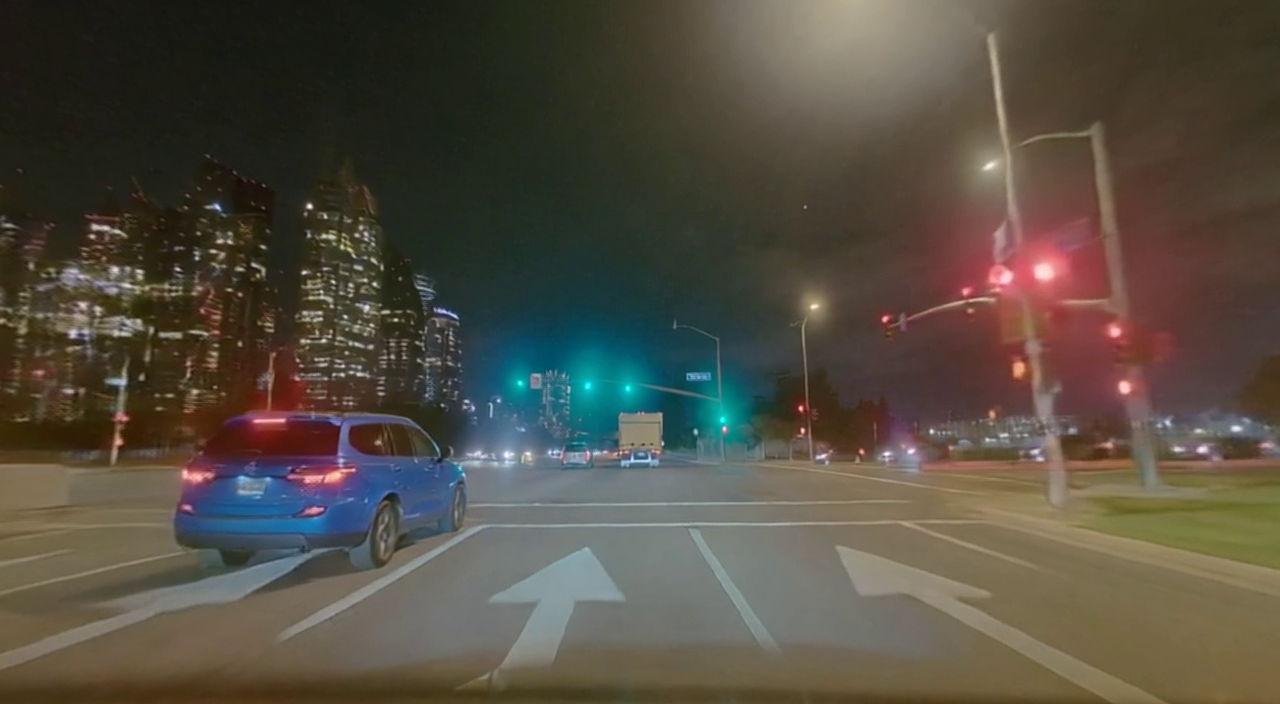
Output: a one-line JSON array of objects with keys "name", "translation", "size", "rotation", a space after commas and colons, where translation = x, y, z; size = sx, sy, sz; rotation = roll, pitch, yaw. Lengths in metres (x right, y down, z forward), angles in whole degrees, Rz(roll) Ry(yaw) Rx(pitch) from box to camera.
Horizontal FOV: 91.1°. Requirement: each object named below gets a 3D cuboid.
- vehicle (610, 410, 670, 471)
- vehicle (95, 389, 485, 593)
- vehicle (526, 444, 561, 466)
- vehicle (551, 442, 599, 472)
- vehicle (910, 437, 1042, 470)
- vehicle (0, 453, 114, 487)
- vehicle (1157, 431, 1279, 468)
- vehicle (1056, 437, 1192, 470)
[{"name": "vehicle", "translation": [0.048, 4.889, 34.595], "size": [2.993, 3.051, 6.692], "rotation": [0, -8, 1]}, {"name": "vehicle", "translation": [-3.779, 1.610, 8.203], "size": [2.178, 1.826, 4.933], "rotation": [0, -8, 1]}, {"name": "vehicle", "translation": [-7.007, 7.533, 46.075], "size": [1.933, 1.477, 4.119], "rotation": [0, -8, 0]}, {"name": "vehicle", "translation": [-3.310, 5.452, 32.869], "size": [2.023, 1.483, 4.143], "rotation": [0, -8, 1]}, {"name": "vehicle", "translation": [15.708, 4.764, 29.522], "size": [4.983, 1.511, 2.077], "rotation": [0, -8, -1]}, {"name": "vehicle", "translation": [-28.992, 5.766, 30.980], "size": [1.868, 1.465, 4.810], "rotation": [0, -8, 0]}, {"name": "vehicle", "translation": [30.639, 5.068, 32.635], "size": [5.530, 1.827, 2.161], "rotation": [0, -8, 0]}, {"name": "vehicle", "translation": [22.755, 4.794, 29.629], "size": [4.716, 1.494, 2.001], "rotation": [0, -8, 0]}]
